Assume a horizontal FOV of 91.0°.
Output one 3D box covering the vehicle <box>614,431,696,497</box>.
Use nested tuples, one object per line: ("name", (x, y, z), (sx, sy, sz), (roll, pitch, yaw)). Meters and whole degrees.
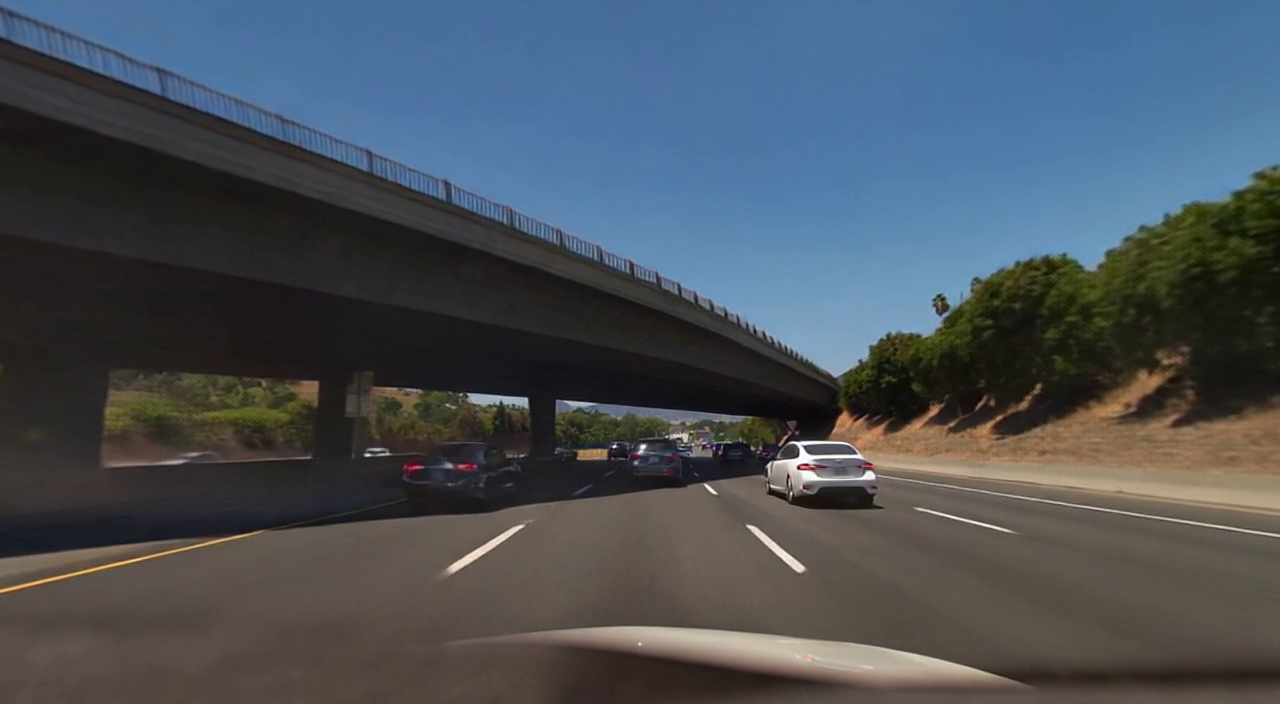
("vehicle", (0.450, 3.301, 18.881), (2.181, 1.728, 3.970), (0, -9, 1))

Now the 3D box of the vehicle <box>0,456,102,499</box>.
("vehicle", (-24.774, 5.008, 25.397), (1.831, 1.519, 4.633), (0, -9, 3))

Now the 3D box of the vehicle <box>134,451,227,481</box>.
("vehicle", (-27.407, 6.807, 37.782), (1.866, 1.614, 4.594), (0, -9, 3))

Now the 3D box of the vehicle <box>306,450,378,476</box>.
("vehicle", (-19.592, 7.327, 41.701), (2.204, 1.585, 4.665), (0, -9, 4))

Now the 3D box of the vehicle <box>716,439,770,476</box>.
("vehicle", (5.111, 5.291, 31.875), (2.063, 1.710, 4.591), (0, -9, 2))

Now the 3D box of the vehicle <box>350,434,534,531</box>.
("vehicle", (-3.492, 2.381, 12.078), (2.012, 1.495, 4.169), (0, -9, 2))

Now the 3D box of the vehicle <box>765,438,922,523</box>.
("vehicle", (4.157, 2.690, 13.753), (1.999, 1.514, 4.338), (0, -9, 0))

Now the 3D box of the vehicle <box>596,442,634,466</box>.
("vehicle", (-1.745, 7.333, 45.520), (2.128, 1.627, 4.697), (0, -9, 5))
